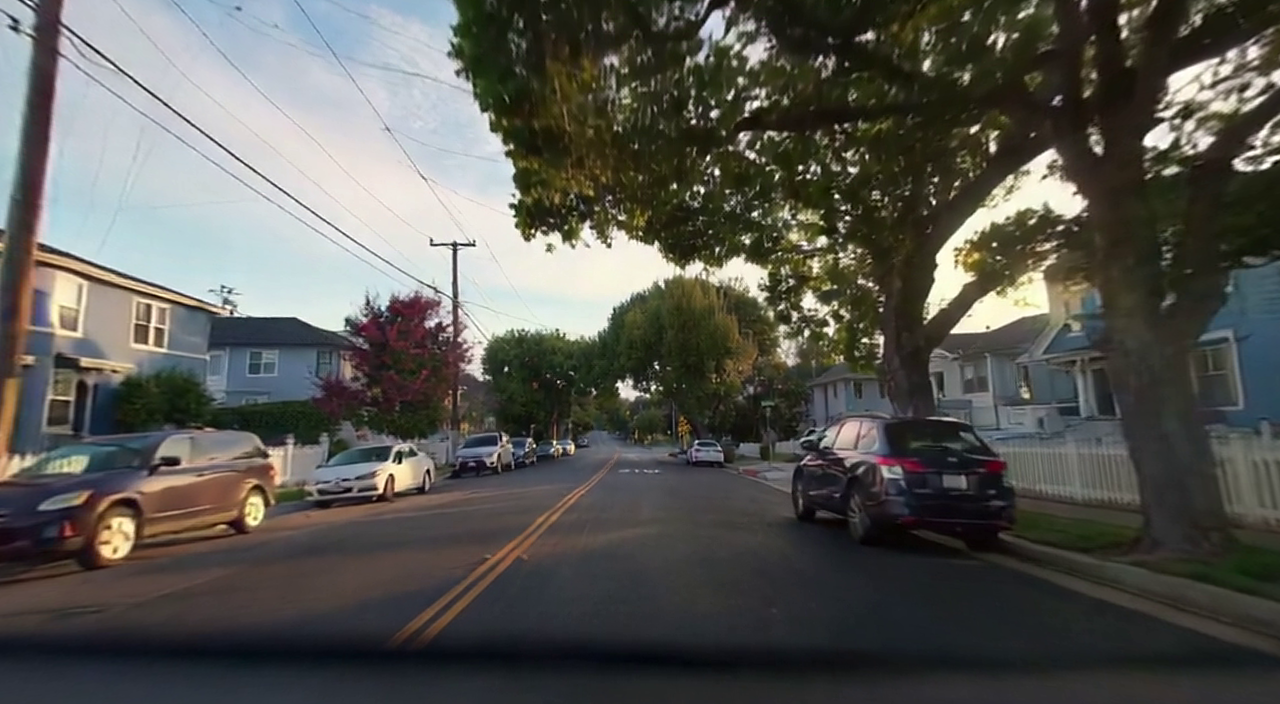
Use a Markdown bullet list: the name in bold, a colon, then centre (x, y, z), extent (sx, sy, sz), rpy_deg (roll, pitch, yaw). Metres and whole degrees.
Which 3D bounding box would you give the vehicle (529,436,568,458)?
- **vehicle**: centre (-6.498, 6.838, 45.466), extent (2.056, 1.481, 4.451), rpy_deg (0, -8, 1)

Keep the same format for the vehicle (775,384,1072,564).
- **vehicle**: centre (3.512, 1.612, 8.983), extent (2.114, 1.909, 4.266), rpy_deg (1, -8, -2)

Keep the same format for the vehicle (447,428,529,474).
- **vehicle**: centre (-6.431, 4.246, 27.422), extent (2.136, 1.757, 5.365), rpy_deg (0, -8, 1)

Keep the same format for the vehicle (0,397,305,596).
- **vehicle**: centre (-6.483, 1.653, 8.054), extent (2.194, 1.798, 4.402), rpy_deg (-2, -8, -3)

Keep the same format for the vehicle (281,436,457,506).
- **vehicle**: centre (-6.462, 2.865, 15.784), extent (2.211, 1.469, 4.380), rpy_deg (0, -8, 4)

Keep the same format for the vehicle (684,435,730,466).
- **vehicle**: centre (3.553, 5.354, 34.573), extent (1.963, 1.536, 5.446), rpy_deg (0, -8, 0)
